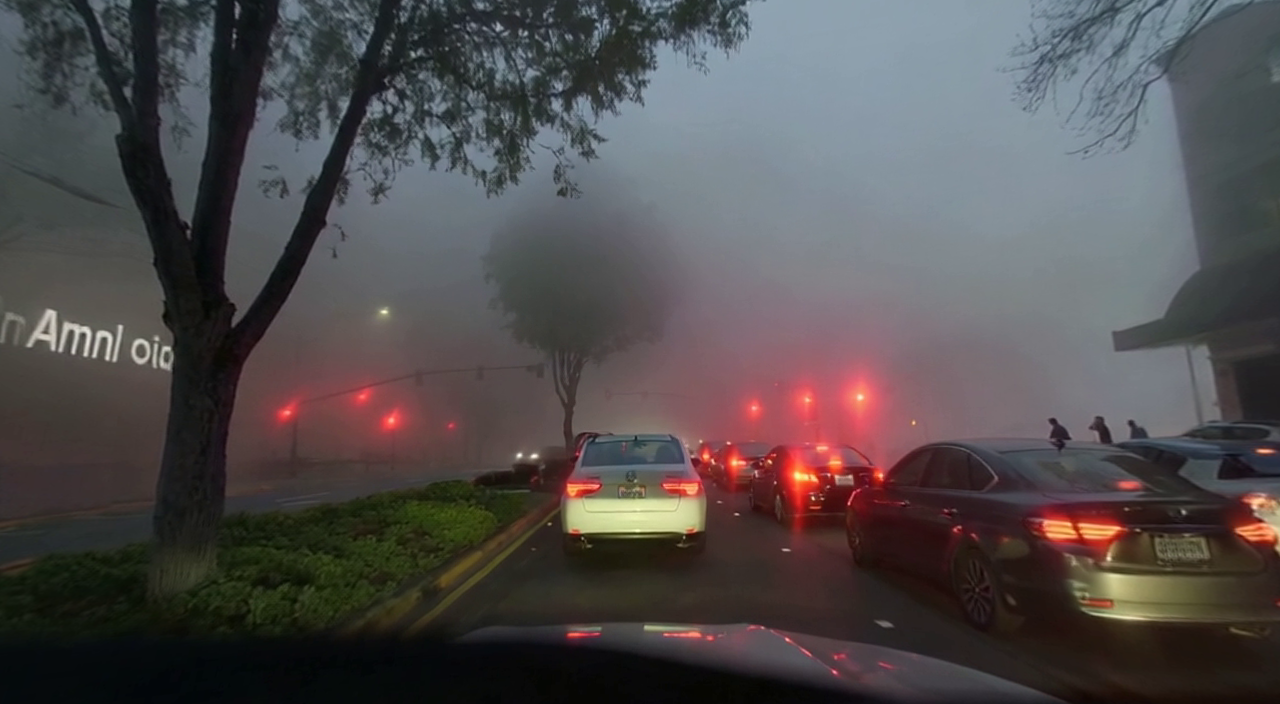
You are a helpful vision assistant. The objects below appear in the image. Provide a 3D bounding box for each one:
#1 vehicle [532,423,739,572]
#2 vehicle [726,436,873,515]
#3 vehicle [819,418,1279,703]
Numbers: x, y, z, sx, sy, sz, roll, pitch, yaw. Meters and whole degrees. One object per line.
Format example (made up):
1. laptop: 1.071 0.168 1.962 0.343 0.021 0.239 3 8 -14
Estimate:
1. vehicle: -0.079 1.798 8.567 2.118 1.512 4.013 0 -9 -1
2. vehicle: 3.325 2.680 14.229 1.996 1.469 4.495 0 -9 -2
3. vehicle: 3.232 1.421 5.596 1.912 1.454 4.537 0 -9 -1
